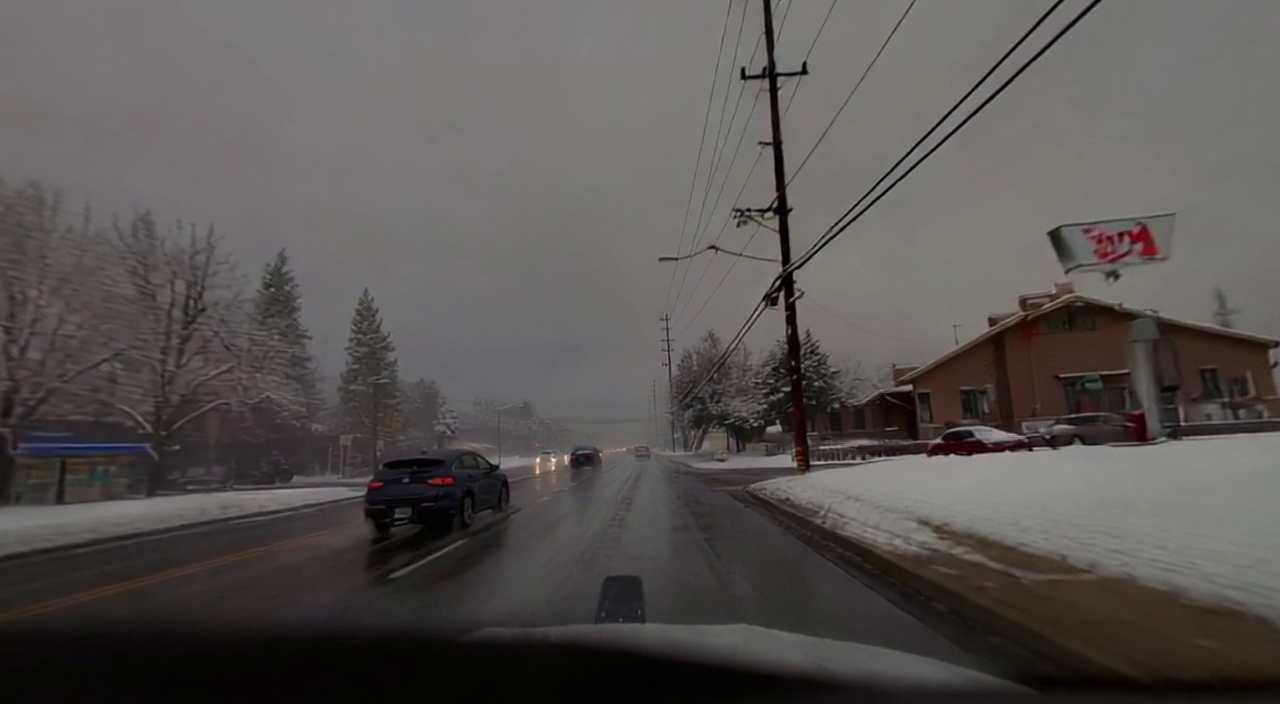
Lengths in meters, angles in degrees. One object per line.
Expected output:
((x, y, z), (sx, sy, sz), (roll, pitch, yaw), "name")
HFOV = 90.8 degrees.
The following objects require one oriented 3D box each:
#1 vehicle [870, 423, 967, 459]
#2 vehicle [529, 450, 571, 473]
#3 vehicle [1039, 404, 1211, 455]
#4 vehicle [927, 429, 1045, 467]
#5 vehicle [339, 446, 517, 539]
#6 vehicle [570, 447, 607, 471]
((14.673, 4.735, 33.557), (4.495, 1.806, 2.076), (-3, -9, 20), "vehicle")
((-6.917, 8.547, 49.480), (2.347, 1.607, 5.953), (0, -8, 1), "vehicle")
((19.226, 3.138, 25.326), (4.817, 1.919, 2.308), (-1, -9, 7), "vehicle")
((14.173, 3.952, 26.106), (3.830, 1.474, 1.771), (-1, -9, 9), "vehicle")
((-3.787, 2.560, 12.262), (1.704, 1.430, 4.587), (0, -8, 2), "vehicle")
((-3.340, 7.028, 41.744), (1.943, 1.455, 4.414), (0, -8, 2), "vehicle")
